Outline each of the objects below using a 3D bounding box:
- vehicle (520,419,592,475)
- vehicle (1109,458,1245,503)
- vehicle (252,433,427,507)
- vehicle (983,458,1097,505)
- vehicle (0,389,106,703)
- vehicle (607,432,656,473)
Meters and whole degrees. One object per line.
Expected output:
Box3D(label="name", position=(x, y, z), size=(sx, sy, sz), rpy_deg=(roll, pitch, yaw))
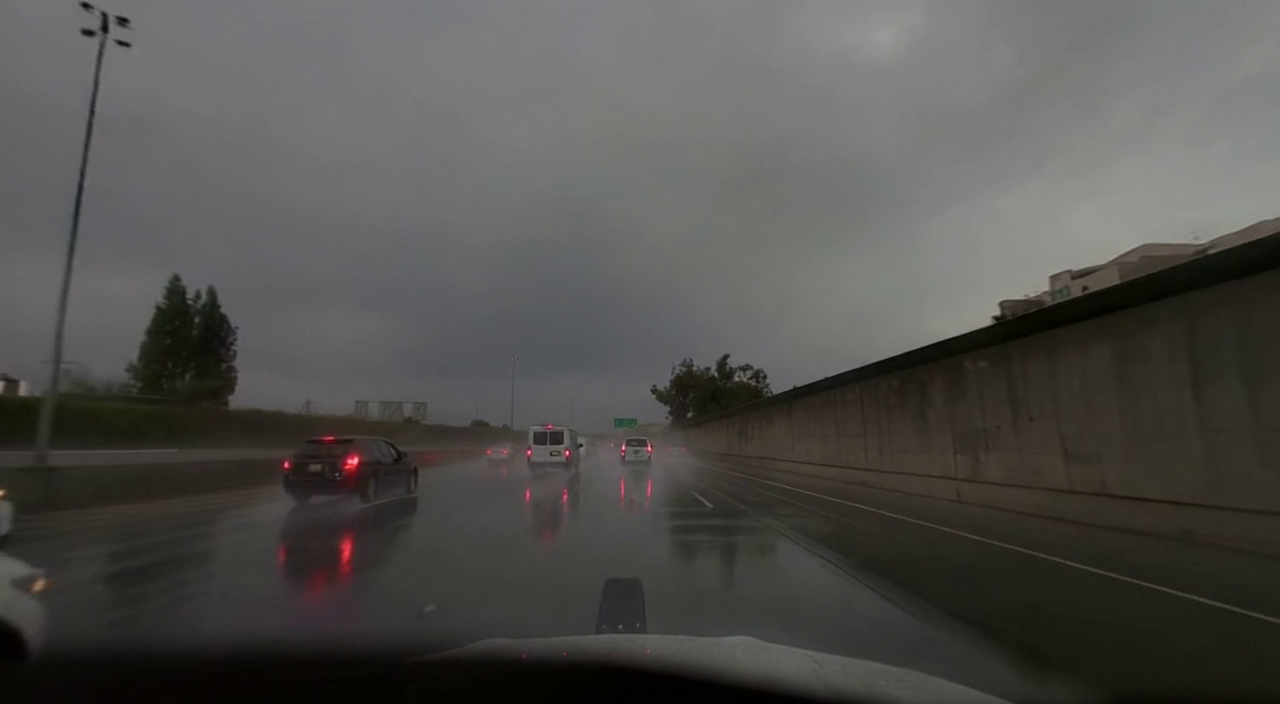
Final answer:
Box3D(label="vehicle", position=(-3.691, 4.369, 28.963), size=(2.504, 2.276, 5.933), rpy_deg=(0, -9, 0))
Box3D(label="vehicle", position=(21.156, 5.040, 25.057), size=(1.789, 1.531, 3.983), rpy_deg=(0, -9, -1))
Box3D(label="vehicle", position=(-6.927, 2.760, 15.183), size=(1.959, 1.493, 4.575), rpy_deg=(0, -9, 0))
Box3D(label="vehicle", position=(14.327, 4.638, 22.806), size=(1.810, 1.391, 3.473), rpy_deg=(3, -8, -1))
Box3D(label="vehicle", position=(-3.267, 0.627, 0.508), size=(1.963, 1.507, 4.172), rpy_deg=(0, -9, 0))
Box3D(label="vehicle", position=(-0.379, 4.843, 30.382), size=(2.207, 1.807, 4.199), rpy_deg=(0, -9, 0))
